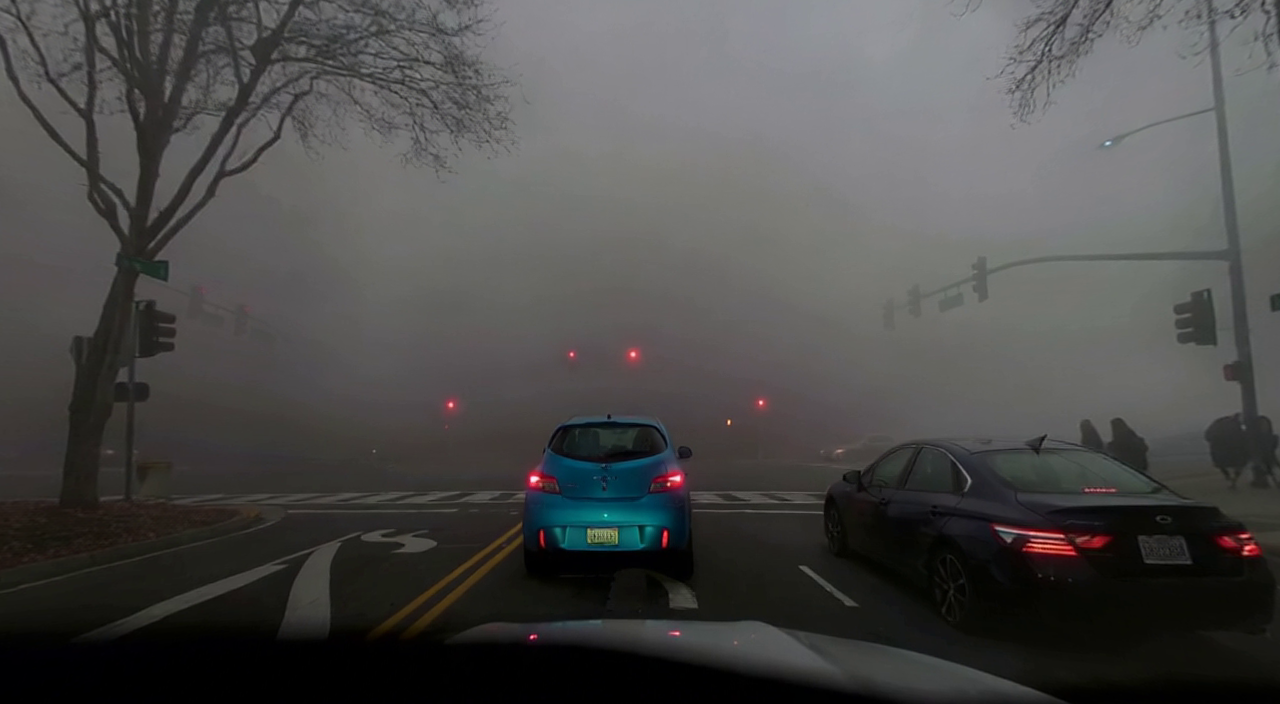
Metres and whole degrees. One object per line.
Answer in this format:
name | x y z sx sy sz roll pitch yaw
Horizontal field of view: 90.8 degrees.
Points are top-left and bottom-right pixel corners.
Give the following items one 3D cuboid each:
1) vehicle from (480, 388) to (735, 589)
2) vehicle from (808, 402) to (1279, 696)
vehicle | -0.343 1.522 7.783 2.247 1.760 4.231 0 -9 -2
vehicle | 3.164 1.400 5.762 1.932 1.562 4.629 0 -9 -1
